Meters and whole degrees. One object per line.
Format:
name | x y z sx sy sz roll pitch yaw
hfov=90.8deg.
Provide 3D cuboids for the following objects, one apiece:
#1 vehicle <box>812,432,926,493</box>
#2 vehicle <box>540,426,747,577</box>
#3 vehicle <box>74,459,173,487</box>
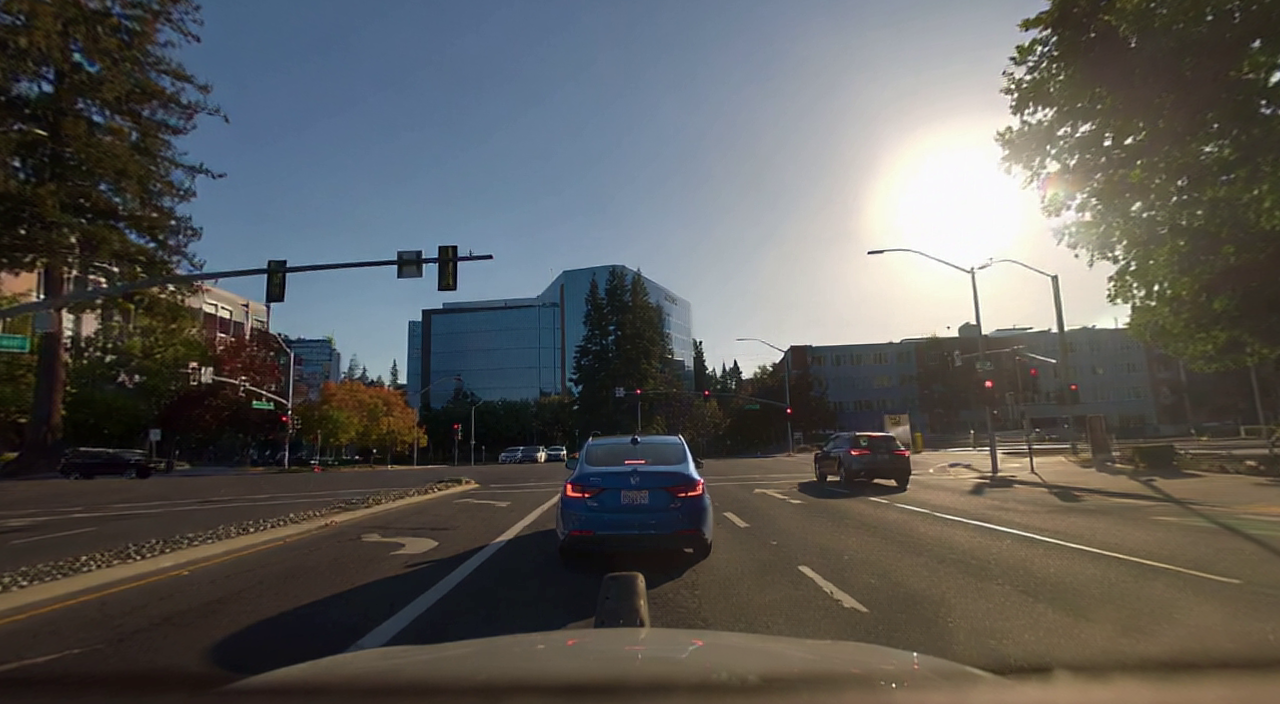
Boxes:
vehicle | 7.068 3.442 20.055 2.039 1.692 4.319 0 -8 1
vehicle | -0.017 1.815 8.504 2.070 1.488 4.206 0 -8 -1
vehicle | -32.365 7.558 39.663 4.401 1.625 1.863 0 -8 -4
